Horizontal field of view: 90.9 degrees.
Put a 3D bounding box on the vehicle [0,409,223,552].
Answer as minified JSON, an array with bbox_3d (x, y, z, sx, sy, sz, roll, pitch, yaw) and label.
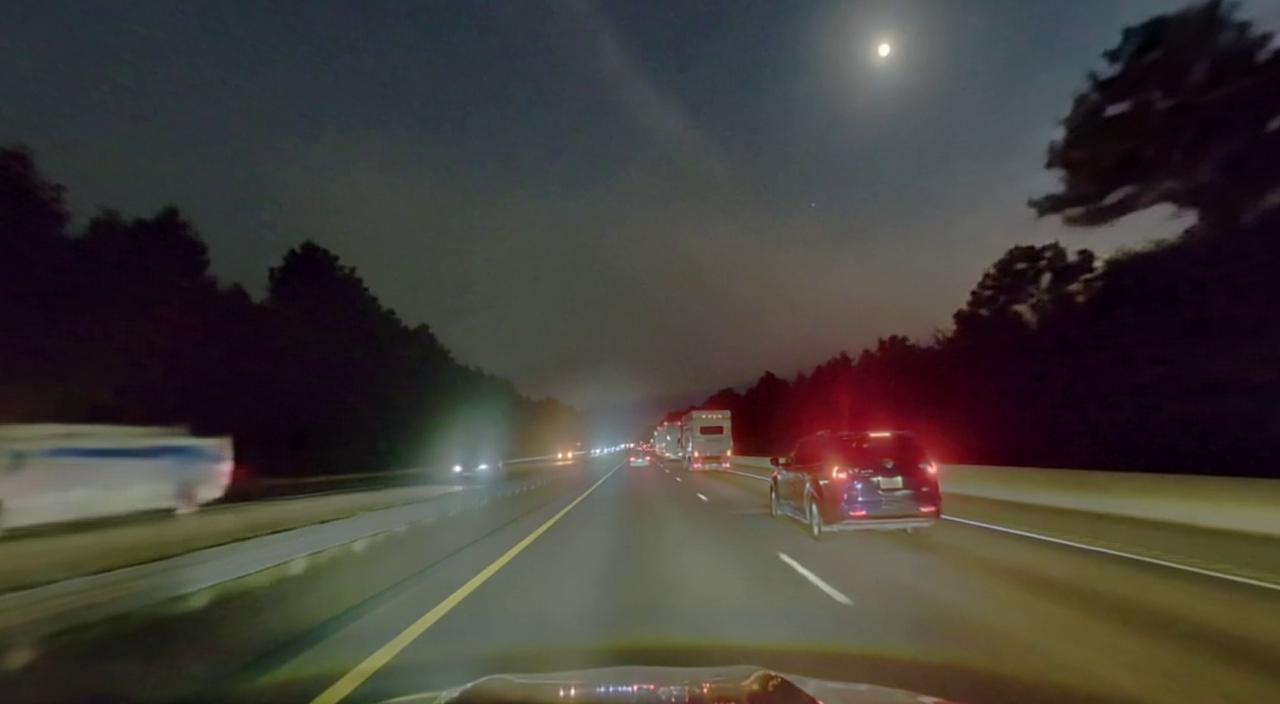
[{"bbox_3d":[-12.450,2.718,14.058,2.485,2.534,5.320,0,-9,1],"label":"vehicle"}]

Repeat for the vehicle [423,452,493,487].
[{"bbox_3d":[-8.452,5.480,29.625,2.009,1.484,4.292,0,-9,0],"label":"vehicle"}]

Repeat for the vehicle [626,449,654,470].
[{"bbox_3d":[-0.016,7.546,44.253,1.926,1.386,3.615,0,-9,0],"label":"vehicle"}]
